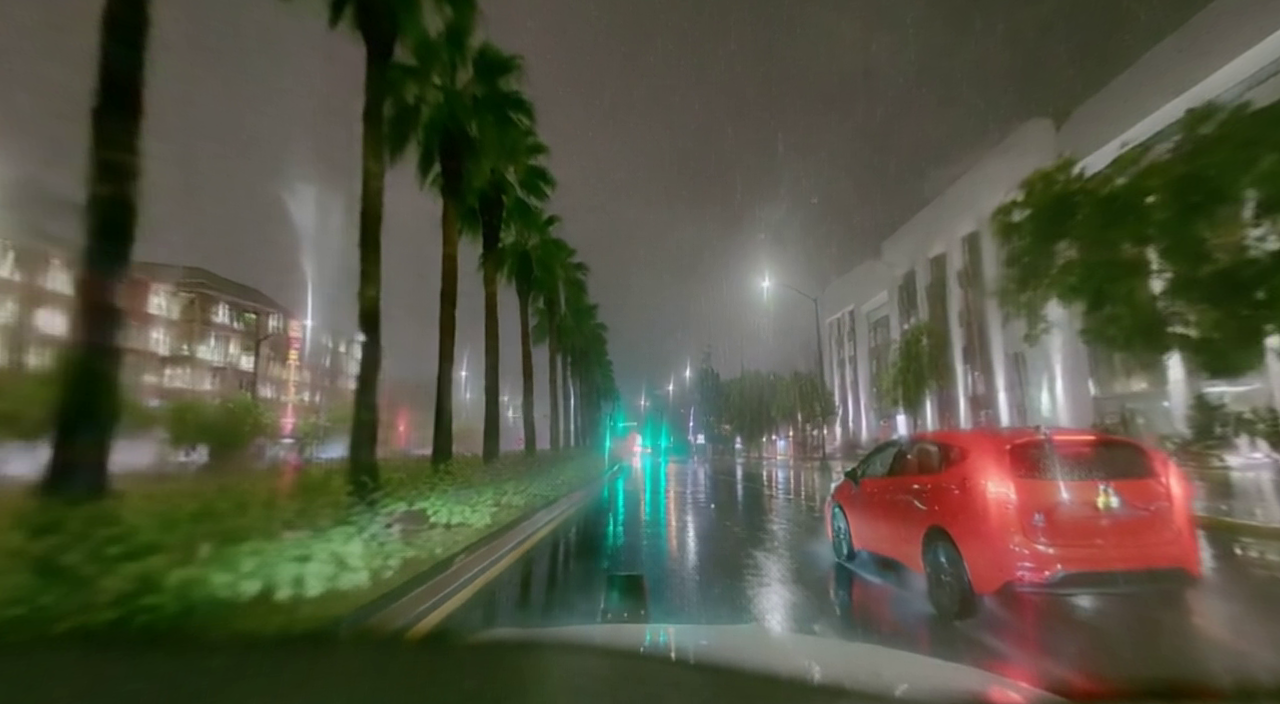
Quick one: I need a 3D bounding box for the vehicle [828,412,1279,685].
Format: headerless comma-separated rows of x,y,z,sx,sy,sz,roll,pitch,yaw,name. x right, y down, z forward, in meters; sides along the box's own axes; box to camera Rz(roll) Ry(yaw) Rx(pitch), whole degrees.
3.359,1.448,5.841,1.867,1.554,4.301,0,-8,0,vehicle
